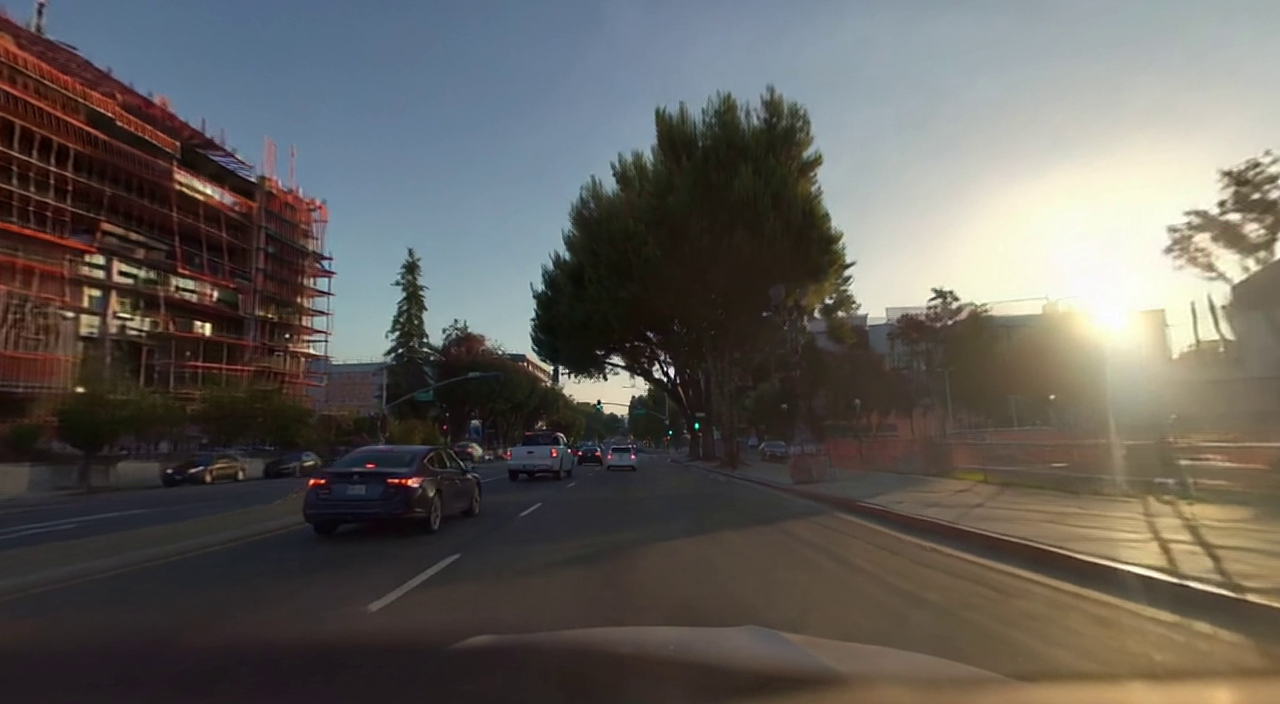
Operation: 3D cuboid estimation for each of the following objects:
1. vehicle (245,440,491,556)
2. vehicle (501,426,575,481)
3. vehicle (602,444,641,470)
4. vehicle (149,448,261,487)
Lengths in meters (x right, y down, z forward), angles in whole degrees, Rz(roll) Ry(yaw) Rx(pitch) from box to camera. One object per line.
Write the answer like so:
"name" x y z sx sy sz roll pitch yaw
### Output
"vehicle" -3.892 2.149 10.093 1.959 1.406 4.527 0 -8 -1
"vehicle" -4.098 4.167 26.114 2.240 2.054 4.662 0 -8 1
"vehicle" -1.083 6.242 37.673 2.171 1.422 4.146 0 -8 -1
"vehicle" -19.884 5.261 29.084 2.029 1.637 4.338 0 -8 0
